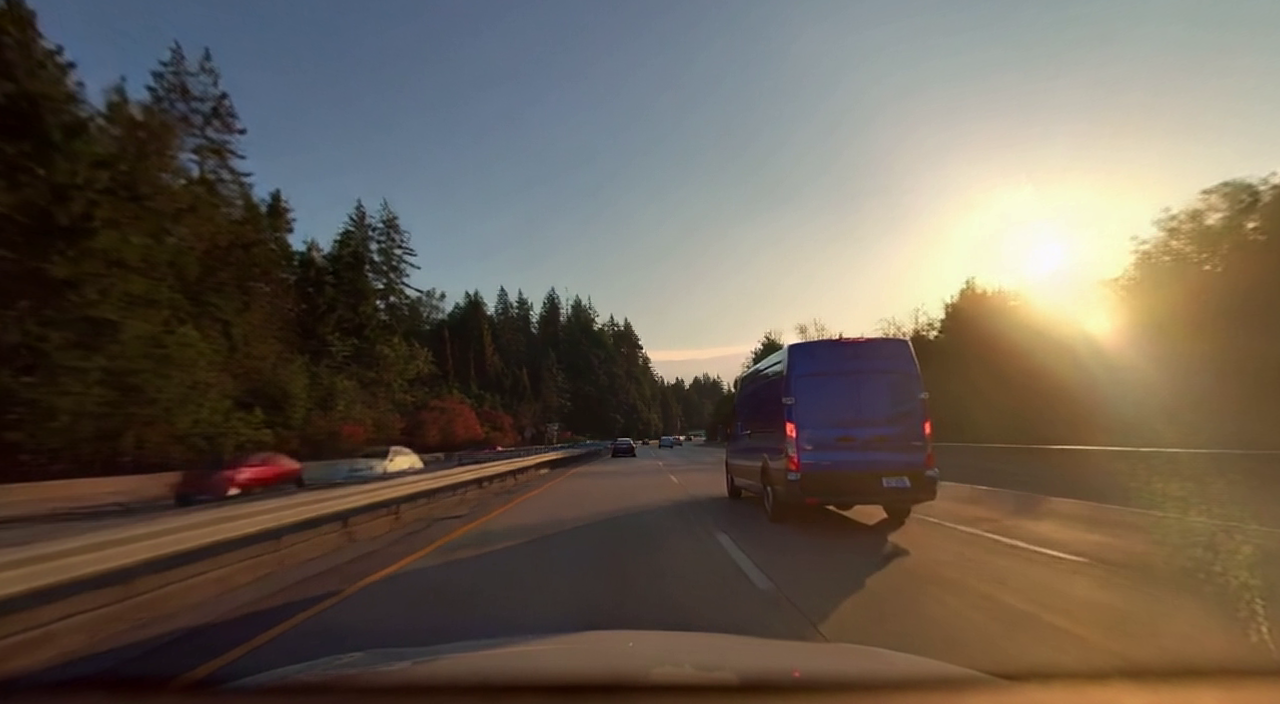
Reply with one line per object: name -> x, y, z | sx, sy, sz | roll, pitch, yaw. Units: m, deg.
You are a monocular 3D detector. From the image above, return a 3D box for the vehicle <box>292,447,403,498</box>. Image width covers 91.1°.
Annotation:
vehicle -> -10.123, 4.174, 22.187 | 1.841, 1.493, 4.407 | 0, -8, 0

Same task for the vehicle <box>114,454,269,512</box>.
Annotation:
vehicle -> -14.010, 4.071, 20.021 | 1.827, 1.504, 4.242 | 0, -8, 0

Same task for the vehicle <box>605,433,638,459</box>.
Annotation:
vehicle -> -1.128, 5.727, 38.537 | 1.900, 1.524, 4.324 | 0, -8, -1

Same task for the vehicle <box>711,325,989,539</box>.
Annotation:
vehicle -> 2.947, 1.427, 11.304 | 2.416, 2.595, 7.243 | 0, -8, -1
